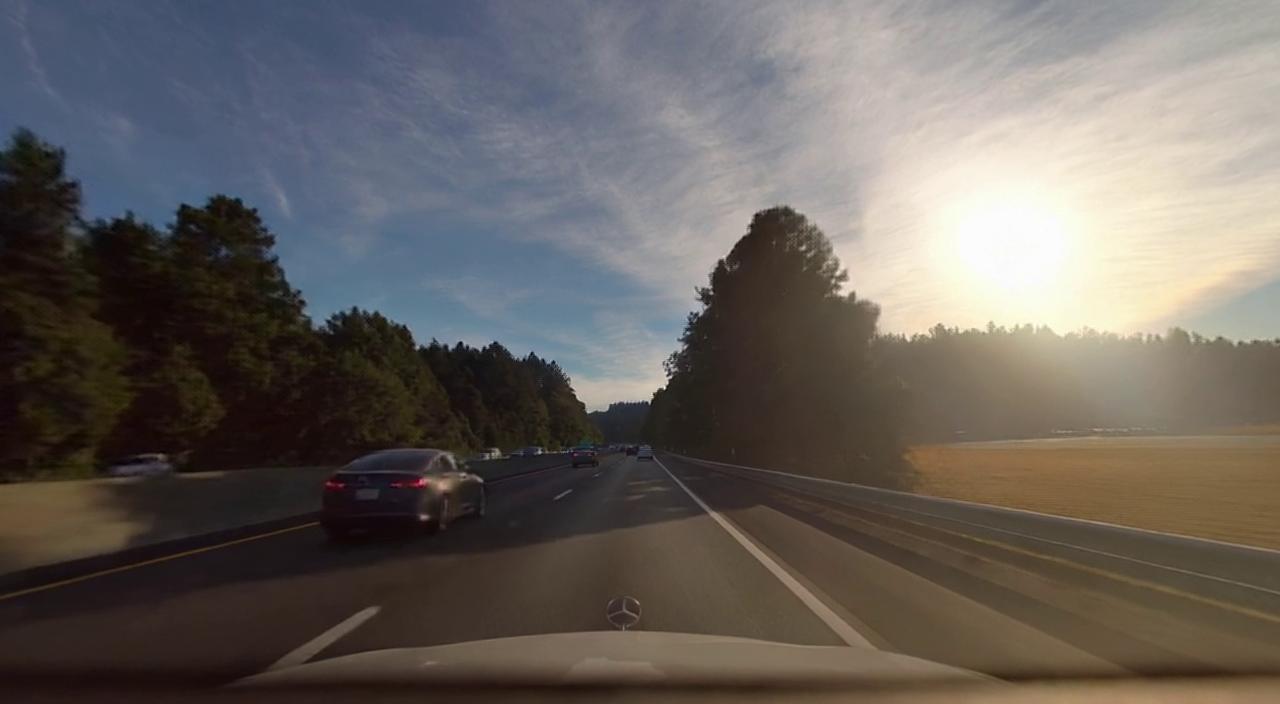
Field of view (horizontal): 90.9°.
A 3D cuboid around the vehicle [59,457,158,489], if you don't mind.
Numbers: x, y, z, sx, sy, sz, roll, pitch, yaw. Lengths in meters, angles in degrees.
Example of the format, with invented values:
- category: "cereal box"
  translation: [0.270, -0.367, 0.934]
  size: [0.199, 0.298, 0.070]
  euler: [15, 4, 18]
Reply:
- category: "vehicle"
  translation: [-26.573, 6.031, 31.682]
  size: [1.697, 1.495, 3.700]
  euler: [0, -9, 0]

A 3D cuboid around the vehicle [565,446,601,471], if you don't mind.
- category: "vehicle"
  translation: [-3.995, 7.538, 44.745]
  size: [2.095, 1.664, 4.305]
  euler: [0, -9, 0]

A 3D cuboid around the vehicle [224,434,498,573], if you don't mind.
- category: "vehicle"
  translation: [-3.506, 1.970, 8.956]
  size: [1.970, 1.483, 4.097]
  euler: [0, -9, 1]
